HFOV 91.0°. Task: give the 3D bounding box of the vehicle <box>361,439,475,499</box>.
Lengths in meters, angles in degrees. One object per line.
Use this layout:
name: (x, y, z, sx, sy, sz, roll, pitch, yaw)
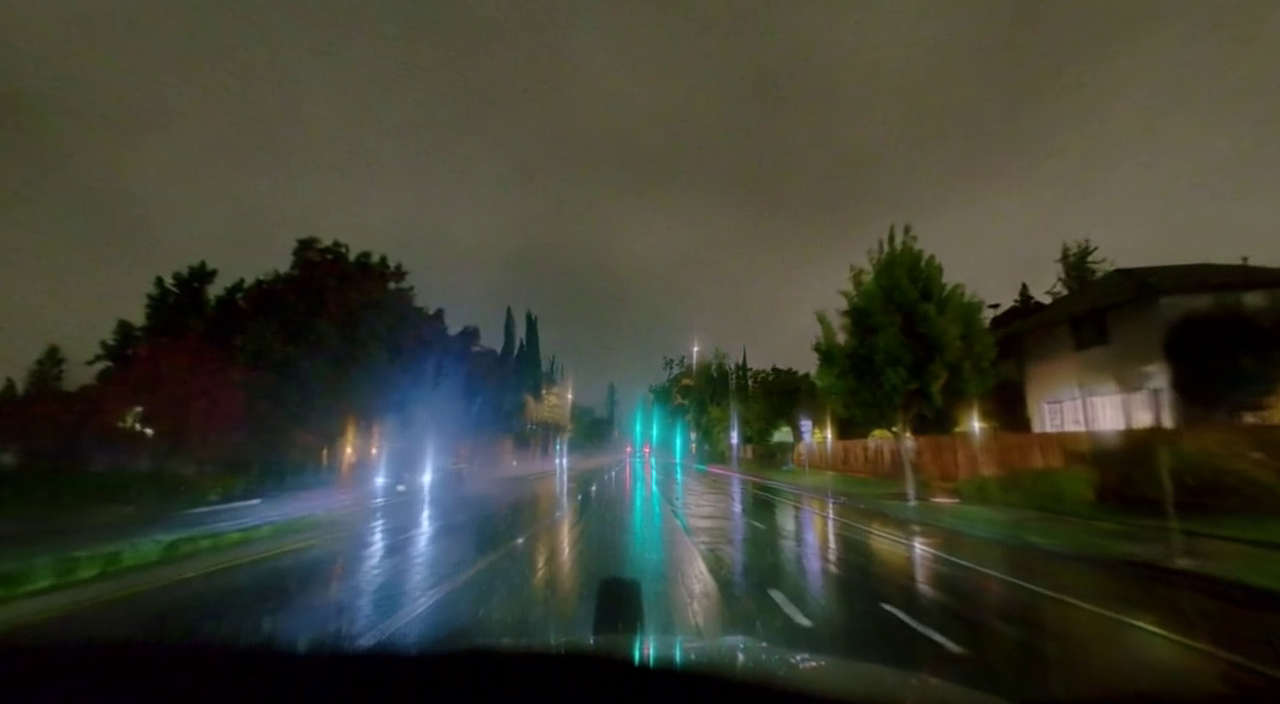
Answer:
vehicle: (-7.178, 3.804, 20.892, 2.165, 1.785, 4.222, 0, -9, 1)
